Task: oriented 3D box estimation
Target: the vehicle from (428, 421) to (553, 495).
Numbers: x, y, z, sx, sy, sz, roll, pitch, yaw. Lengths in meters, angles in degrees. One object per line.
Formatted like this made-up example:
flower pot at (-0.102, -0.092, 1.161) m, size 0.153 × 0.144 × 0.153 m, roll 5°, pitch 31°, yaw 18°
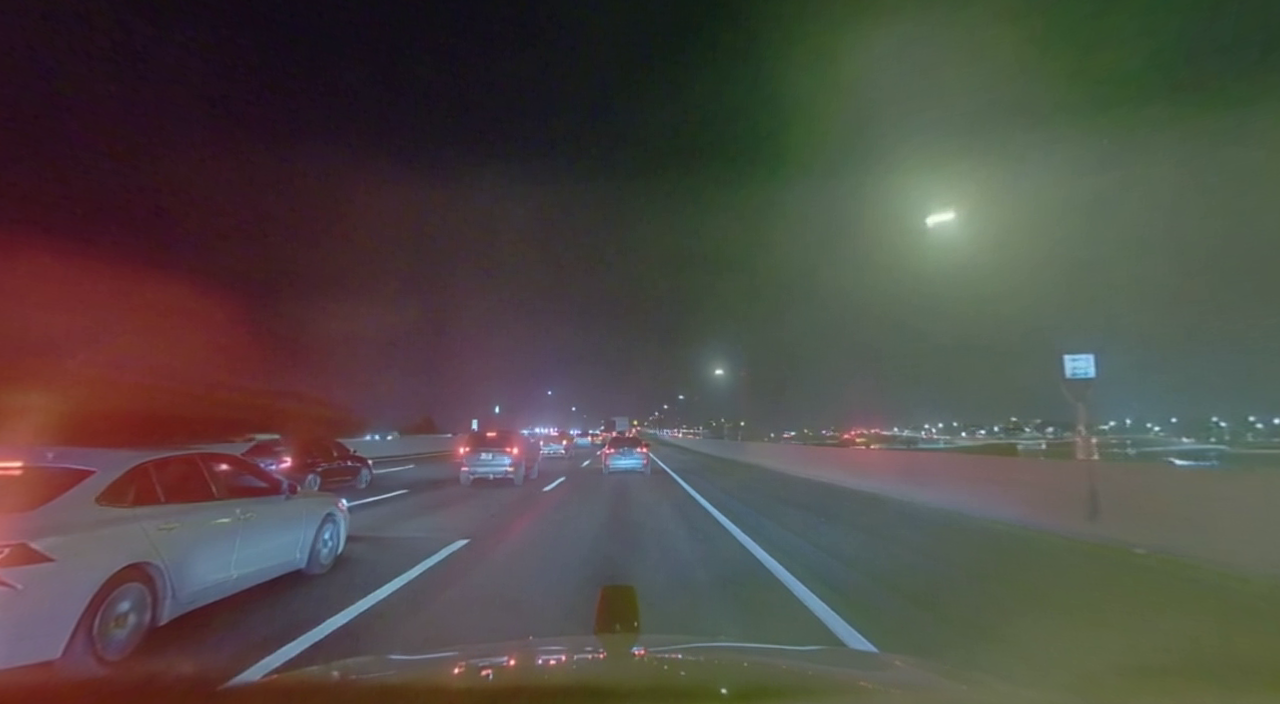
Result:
vehicle at (-3.786, 2.755, 16.876) m, size 2.154 × 1.690 × 4.595 m, roll 0°, pitch -8°, yaw 1°

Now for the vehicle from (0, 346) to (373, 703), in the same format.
vehicle at (-3.883, 1.057, 4.417) m, size 2.107 × 1.703 × 4.274 m, roll 0°, pitch -8°, yaw 0°

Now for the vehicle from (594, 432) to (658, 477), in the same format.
vehicle at (-0.464, 3.627, 22.514) m, size 2.070 × 1.452 × 3.834 m, roll 0°, pitch -8°, yaw 0°

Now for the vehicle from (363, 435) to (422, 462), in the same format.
vehicle at (-15.480, 6.034, 39.500) m, size 2.049 × 1.578 × 3.937 m, roll 0°, pitch -8°, yaw 0°
